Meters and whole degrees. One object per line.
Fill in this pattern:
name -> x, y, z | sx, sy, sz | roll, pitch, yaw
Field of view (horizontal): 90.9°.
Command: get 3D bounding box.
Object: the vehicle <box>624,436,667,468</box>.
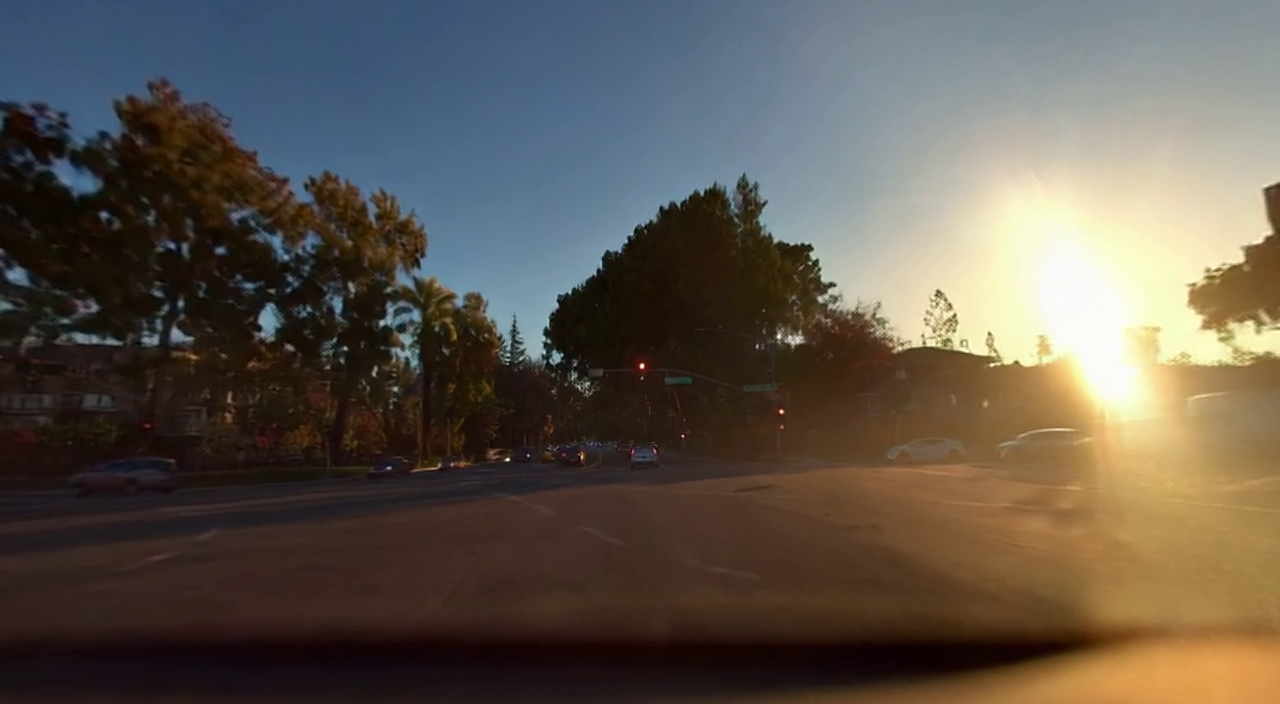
vehicle -> 0.318, 5.984, 37.826 | 2.437, 1.737, 4.420 | -1, -8, 0

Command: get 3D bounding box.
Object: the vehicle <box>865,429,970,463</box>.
vehicle -> 15.212, 5.200, 34.777 | 4.732, 1.713, 2.257 | -1, -8, 3

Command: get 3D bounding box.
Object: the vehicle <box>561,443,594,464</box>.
vehicle -> -4.742, 7.761, 48.392 | 1.994, 1.494, 4.599 | -1, -8, 1

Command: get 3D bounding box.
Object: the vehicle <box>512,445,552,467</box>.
vehicle -> -7.804, 7.535, 45.940 | 2.154, 1.499, 4.461 | -1, -8, 0

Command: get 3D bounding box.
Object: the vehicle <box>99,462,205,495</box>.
vehicle -> -26.825, 6.937, 34.741 | 4.403, 1.511, 2.024 | 6, -10, -38

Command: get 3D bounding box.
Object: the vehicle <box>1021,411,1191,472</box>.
vehicle -> 17.524, 3.394, 23.895 | 4.554, 1.704, 2.121 | -7, -8, 2

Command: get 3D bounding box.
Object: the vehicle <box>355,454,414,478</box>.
vehicle -> -19.270, 8.607, 47.785 | 2.164, 1.556, 4.678 | -2, -8, 5
